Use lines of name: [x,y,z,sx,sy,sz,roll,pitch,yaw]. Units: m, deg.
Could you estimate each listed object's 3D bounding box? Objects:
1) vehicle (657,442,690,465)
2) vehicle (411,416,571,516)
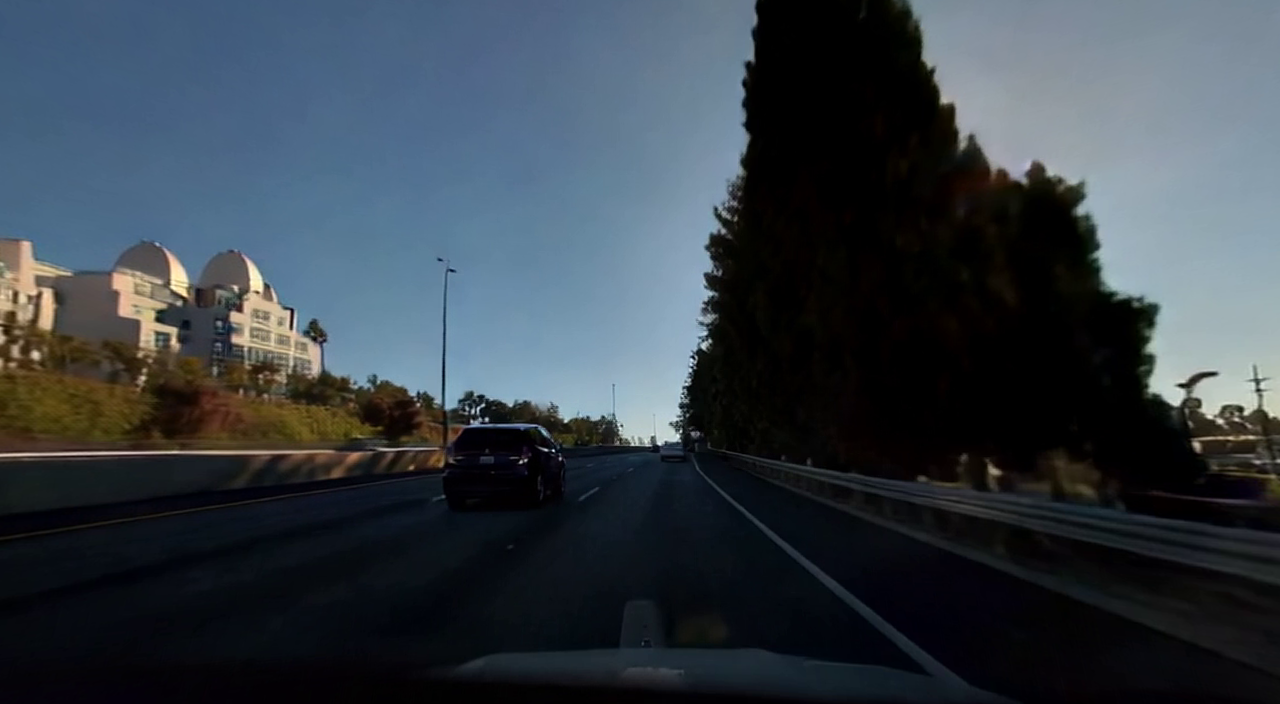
vehicle: [2.356,6.983,43.418,2.158,1.458,3.656,-1,-9,4]
vehicle: [-3.025,2.469,14.097,2.185,1.823,4.854,0,-9,2]
